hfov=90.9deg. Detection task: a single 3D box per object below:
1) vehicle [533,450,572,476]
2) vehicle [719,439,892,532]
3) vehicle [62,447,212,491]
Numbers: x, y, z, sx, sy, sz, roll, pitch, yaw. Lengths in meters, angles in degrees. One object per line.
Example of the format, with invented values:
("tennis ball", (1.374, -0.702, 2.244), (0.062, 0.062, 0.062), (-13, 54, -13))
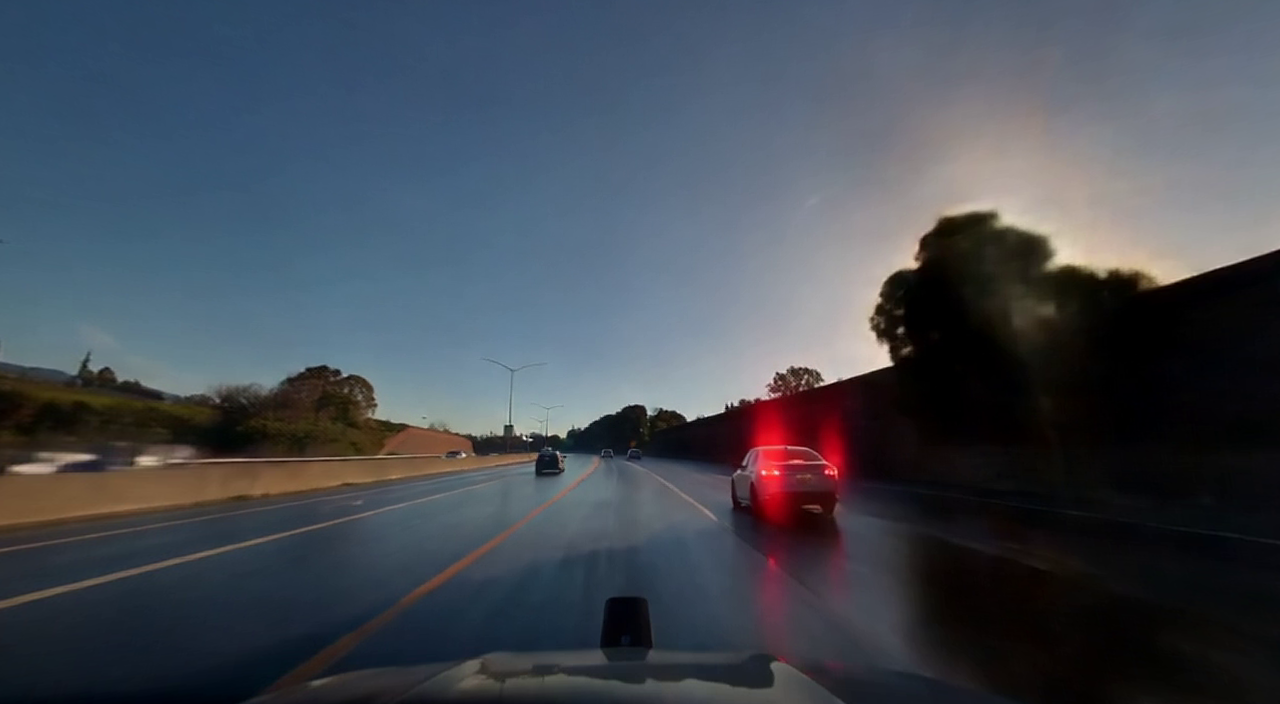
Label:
("vehicle", (-5.439, 6.938, 39.597), (2.014, 1.481, 4.156), (0, -9, -3))
("vehicle", (3.006, 2.531, 12.690), (2.030, 1.490, 4.737), (0, -9, -2))
("vehicle", (-18.877, 4.378, 24.013), (1.890, 1.450, 4.608), (0, -9, 0))
